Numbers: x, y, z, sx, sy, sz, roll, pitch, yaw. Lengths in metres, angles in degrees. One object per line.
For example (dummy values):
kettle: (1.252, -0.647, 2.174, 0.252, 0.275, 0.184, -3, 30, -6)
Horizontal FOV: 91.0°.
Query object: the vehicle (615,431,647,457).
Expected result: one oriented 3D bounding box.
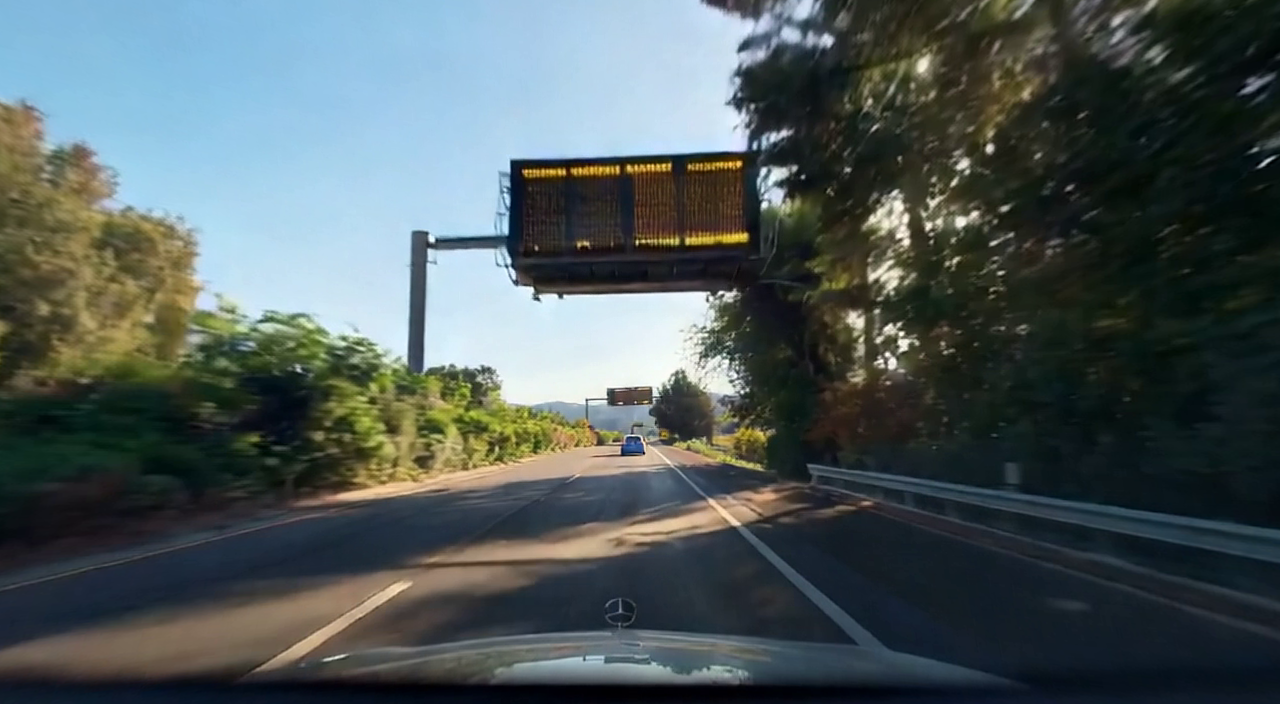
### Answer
vehicle: (-0.634, 6.575, 45.014, 2.180, 1.717, 4.139, 0, -8, -1)
